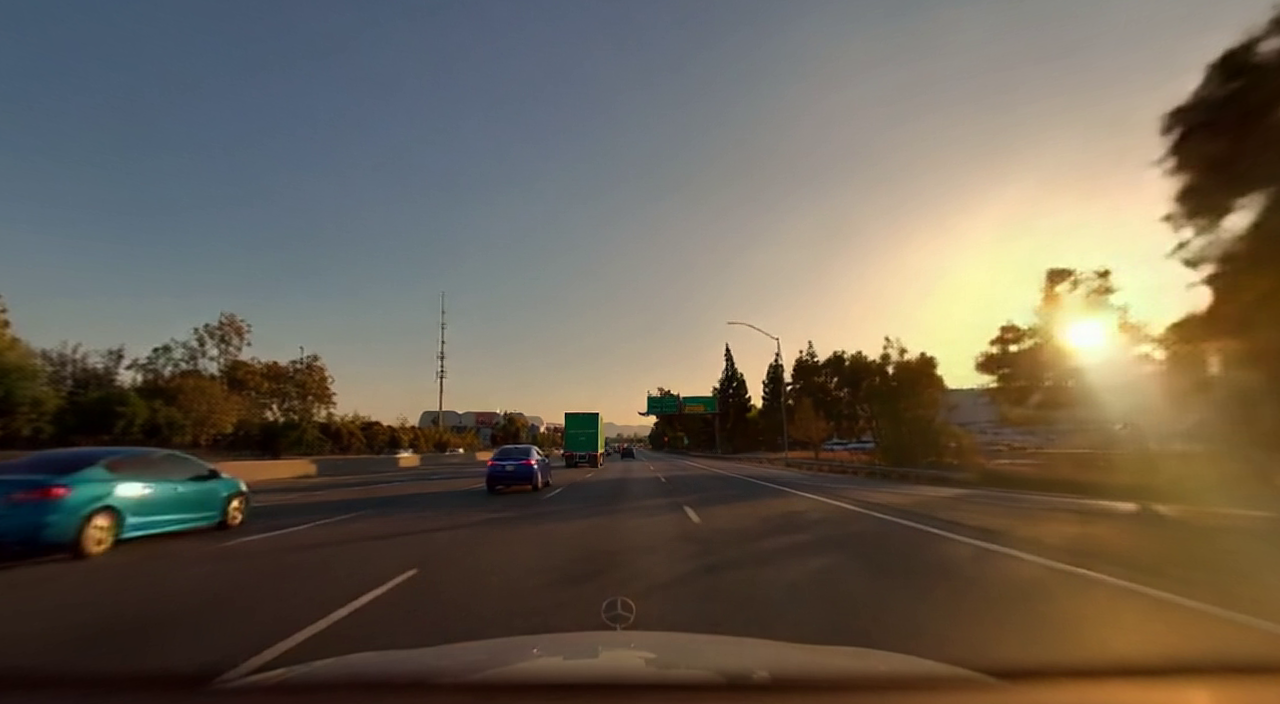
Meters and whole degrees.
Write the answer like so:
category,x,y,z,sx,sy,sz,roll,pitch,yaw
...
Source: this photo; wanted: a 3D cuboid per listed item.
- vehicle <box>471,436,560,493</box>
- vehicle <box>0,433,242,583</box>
category,x,y,z,sx,sy,sz,roll,pitch,yaw
vehicle,-3.932,3.618,20.641,2.033,1.669,4.112,0,-9,0
vehicle,-7.420,1.799,7.857,2.026,1.477,4.467,0,-9,0
